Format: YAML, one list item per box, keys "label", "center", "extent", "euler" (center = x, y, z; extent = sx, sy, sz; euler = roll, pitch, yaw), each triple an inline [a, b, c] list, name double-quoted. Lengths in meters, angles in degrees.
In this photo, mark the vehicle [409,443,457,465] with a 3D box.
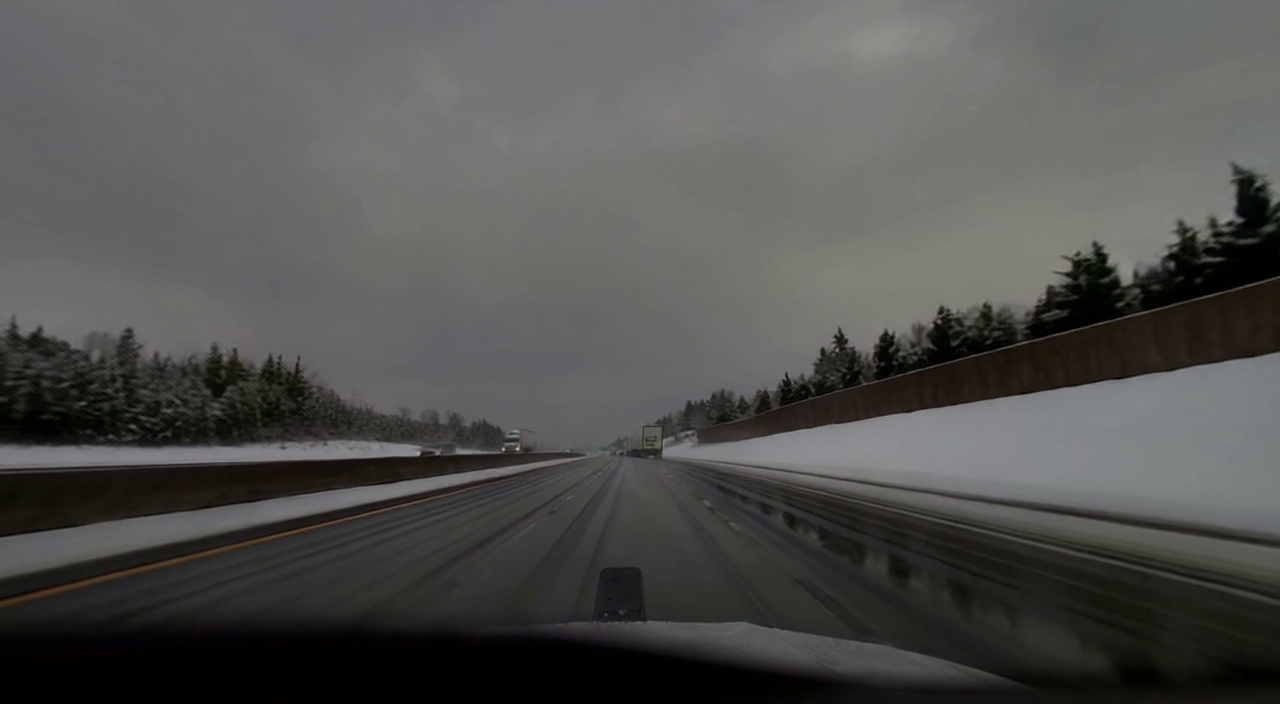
- label: "vehicle"
  center: [-15.291, 7.543, 46.751]
  extent: [2.138, 1.490, 4.344]
  euler: [0, -9, 0]
